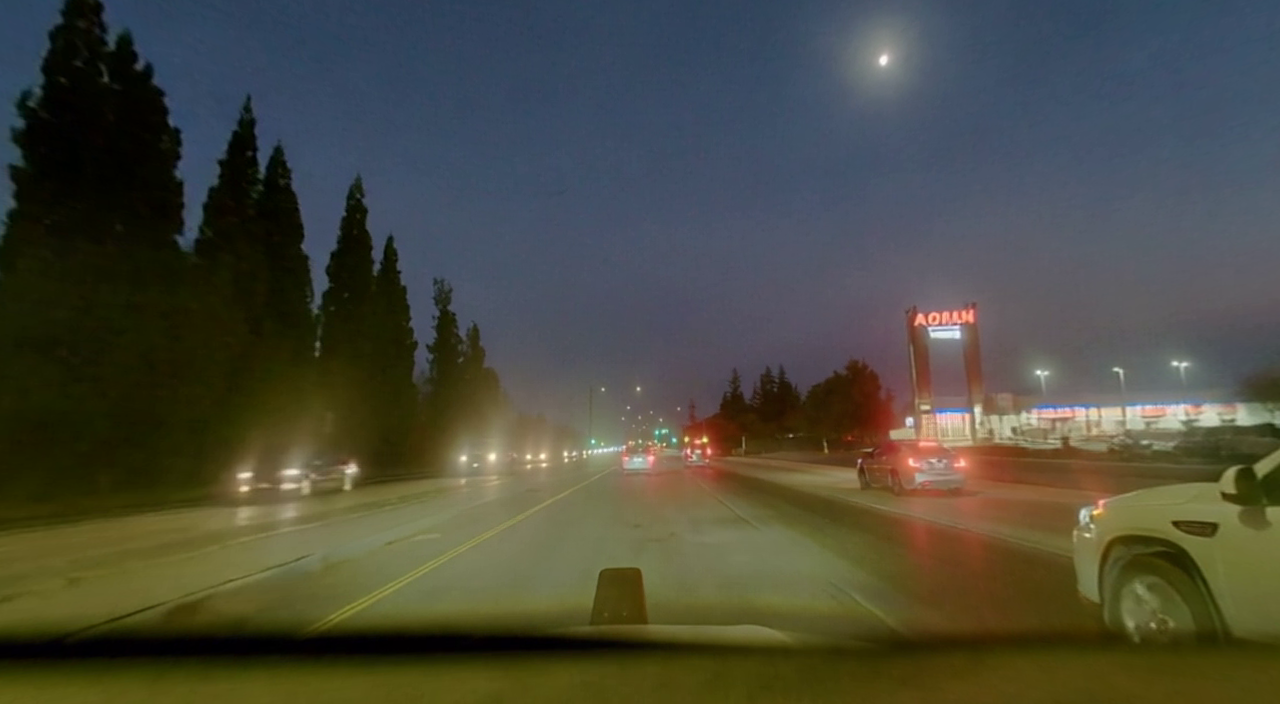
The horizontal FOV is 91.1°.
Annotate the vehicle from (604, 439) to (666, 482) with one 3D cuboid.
[{"bbox_3d":[-0.144,4.375,25.564,2.315,1.563,4.080,0,-9,1],"label":"vehicle"}]

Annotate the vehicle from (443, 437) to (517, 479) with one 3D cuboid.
[{"bbox_3d":[-7.961,5.317,31.872,2.262,1.920,5.604,0,-9,0],"label":"vehicle"}]

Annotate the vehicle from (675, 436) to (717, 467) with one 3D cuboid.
[{"bbox_3d":[4.130,7.485,47.387,2.716,2.131,5.766,0,-9,1],"label":"vehicle"}]

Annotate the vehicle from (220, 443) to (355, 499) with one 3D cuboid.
[{"bbox_3d":[-12.102,4.070,21.966,2.021,1.712,4.469,0,-9,1],"label":"vehicle"}]

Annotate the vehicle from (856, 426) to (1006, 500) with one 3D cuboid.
[{"bbox_3d":[7.866,3.044,17.573,2.090,1.768,4.407,0,-9,0],"label":"vehicle"}]

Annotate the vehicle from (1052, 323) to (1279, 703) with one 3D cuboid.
[{"bbox_3d":[3.493,0.623,1.398,2.090,1.763,4.560,0,-9,1],"label":"vehicle"}]
